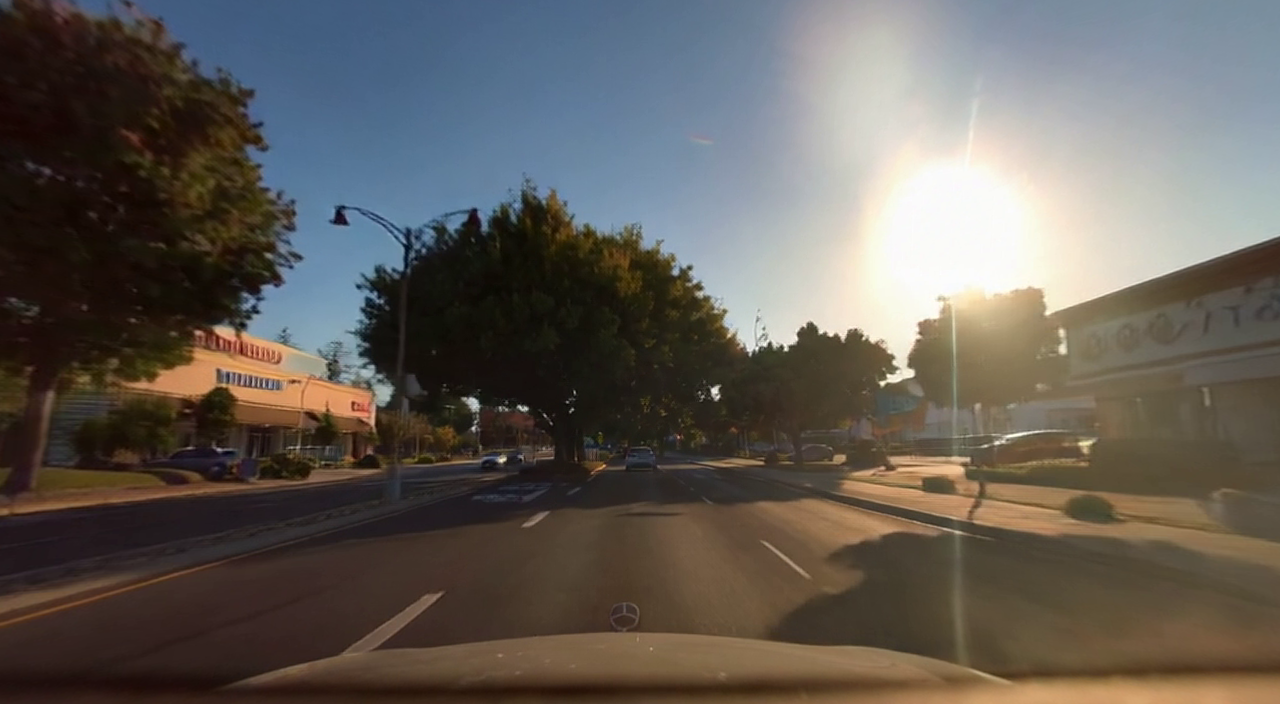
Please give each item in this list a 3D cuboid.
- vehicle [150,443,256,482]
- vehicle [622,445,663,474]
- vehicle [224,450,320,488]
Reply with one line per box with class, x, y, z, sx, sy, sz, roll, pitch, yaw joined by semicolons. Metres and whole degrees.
vehicle;-24.124;6.087;35.054;2.146;1.939;5.462;1;-8;-2
vehicle;0.070;5.701;33.716;1.998;1.452;3.773;0;-8;-2
vehicle;-19.422;6.166;33.565;2.072;1.804;5.136;0;-8;-1
